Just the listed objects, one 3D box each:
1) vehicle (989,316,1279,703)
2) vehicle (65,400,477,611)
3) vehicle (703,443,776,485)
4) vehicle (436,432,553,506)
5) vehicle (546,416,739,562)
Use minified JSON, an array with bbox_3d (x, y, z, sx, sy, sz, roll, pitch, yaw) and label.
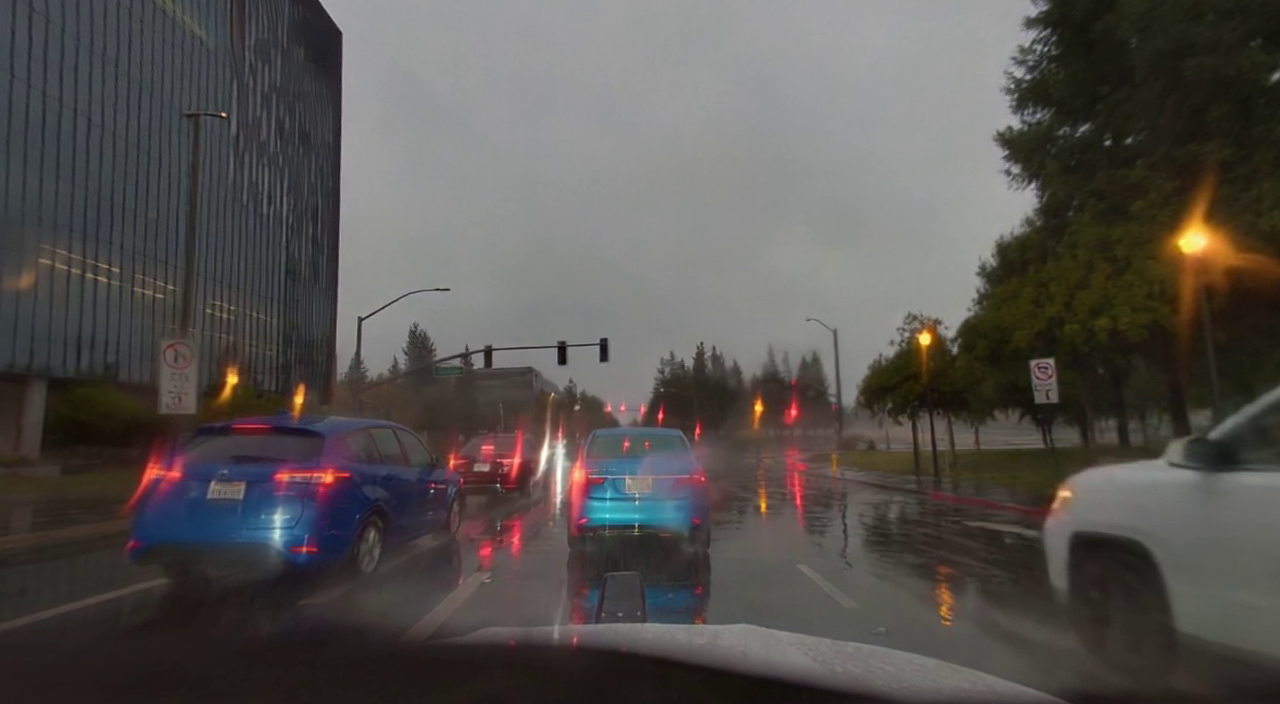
[{"bbox_3d":[3.704,0.751,2.550,2.026,1.819,4.579,0,-8,2],"label":"vehicle"},{"bbox_3d":[-3.553,1.561,7.357,2.083,1.691,4.398,0,-8,1],"label":"vehicle"},{"bbox_3d":[3.724,4.272,24.513,2.082,1.445,4.426,0,-8,0],"label":"vehicle"},{"bbox_3d":[-3.613,2.994,16.596,2.068,1.678,4.199,0,-8,0],"label":"vehicle"},{"bbox_3d":[-0.001,1.880,9.409,2.207,1.659,4.155,0,-8,-1],"label":"vehicle"}]
